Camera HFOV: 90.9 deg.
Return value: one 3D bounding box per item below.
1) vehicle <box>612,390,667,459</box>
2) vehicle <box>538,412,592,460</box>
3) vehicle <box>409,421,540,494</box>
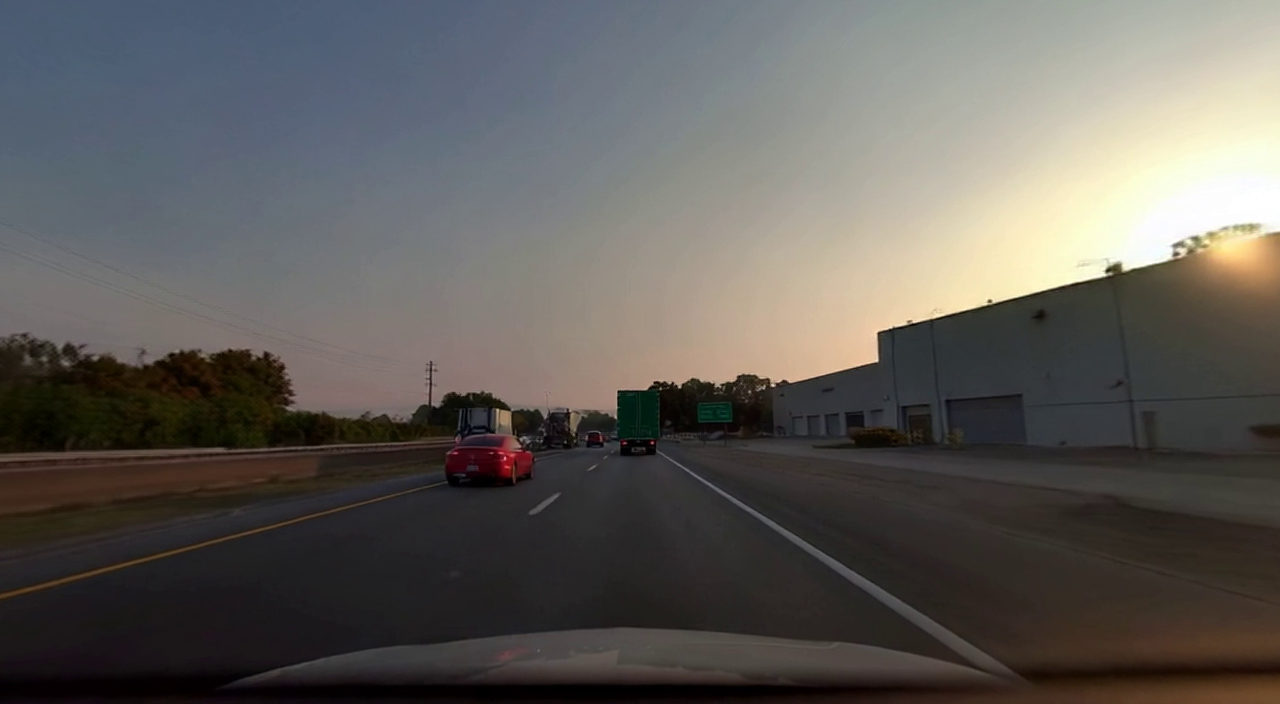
[{"bbox_3d":[-0.156,4.976,42.410,3.259,4.066,9.891,0,-8,-1],"label":"vehicle"},{"bbox_3d":[-4.564,5.333,39.850,2.717,2.714,6.997,0,-8,-1],"label":"vehicle"},{"bbox_3d":[-4.123,2.705,16.697,2.005,1.602,5.131,0,-8,1],"label":"vehicle"}]
